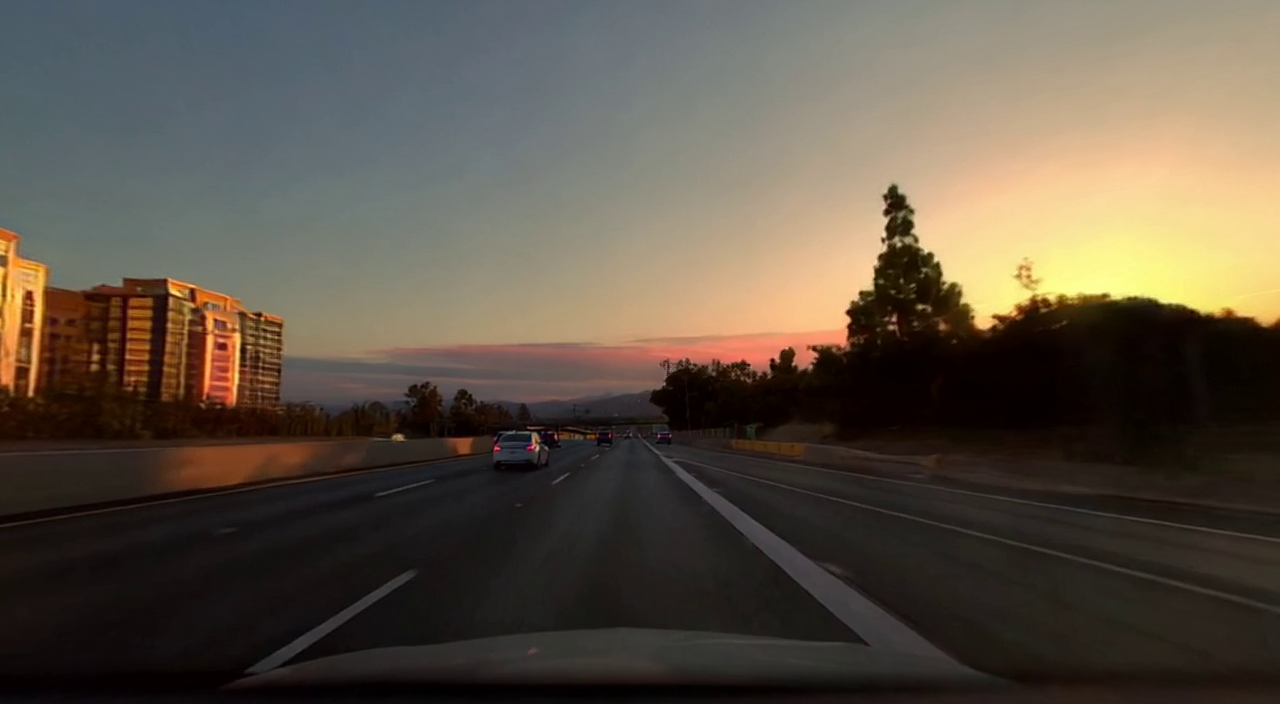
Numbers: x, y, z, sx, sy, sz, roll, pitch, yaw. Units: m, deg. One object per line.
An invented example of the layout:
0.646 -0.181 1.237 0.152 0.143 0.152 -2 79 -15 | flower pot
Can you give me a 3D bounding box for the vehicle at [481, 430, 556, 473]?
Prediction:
-4.547 3.775 24.185 1.996 1.490 4.571 0 -8 0 | vehicle
